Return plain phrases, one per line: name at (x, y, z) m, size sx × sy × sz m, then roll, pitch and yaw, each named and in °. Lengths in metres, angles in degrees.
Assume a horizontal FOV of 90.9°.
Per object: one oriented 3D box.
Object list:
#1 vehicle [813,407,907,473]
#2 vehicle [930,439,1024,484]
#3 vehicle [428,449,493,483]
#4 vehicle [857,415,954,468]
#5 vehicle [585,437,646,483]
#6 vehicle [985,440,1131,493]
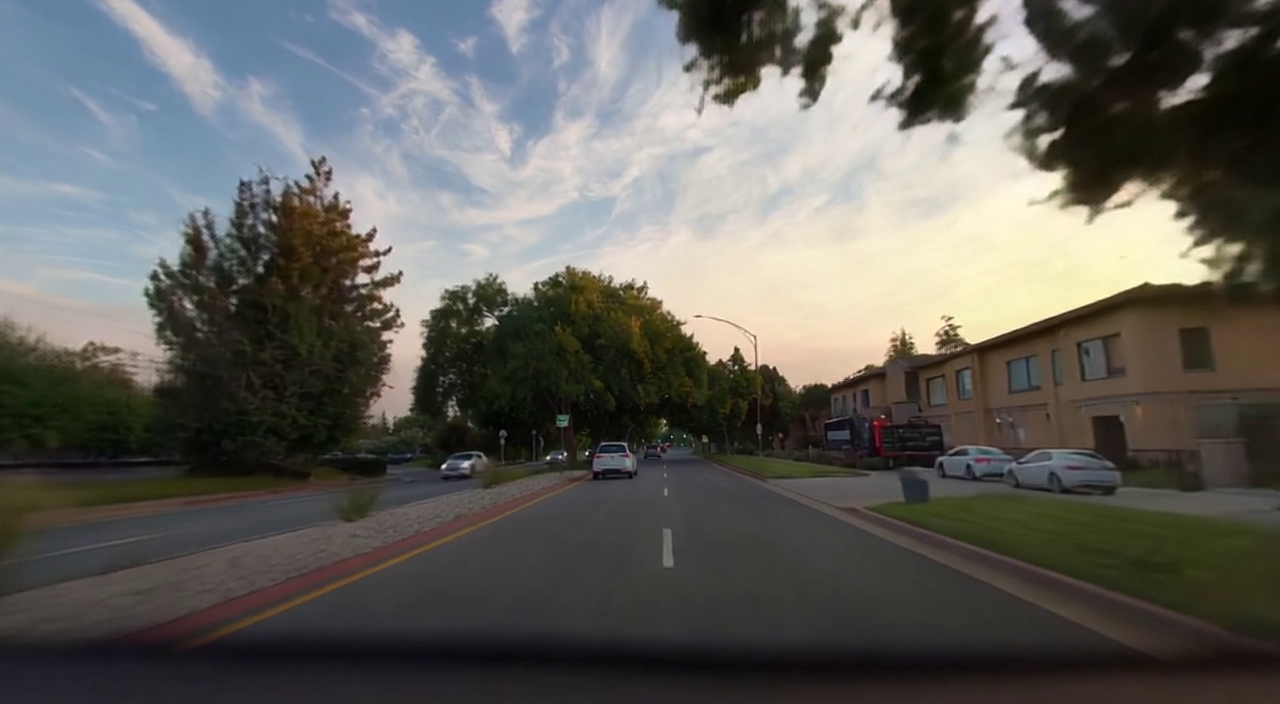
vehicle at (14.353, 5.907, 42.302) m, size 2.794 × 3.710 × 10.785 m, roll -3°, pitch -8°, yaw 3°
vehicle at (13.482, 4.364, 25.485) m, size 1.686 × 1.467 × 3.955 m, roll -5°, pitch -7°, yaw 3°
vehicle at (-10.015, 6.371, 35.610) m, size 1.997 × 1.775 × 4.585 m, roll -1°, pitch -8°, yaw 4°
vehicle at (13.565, 4.661, 32.892) m, size 2.507 × 2.441 × 6.959 m, roll -1°, pitch -8°, yaw 5°
vehicle at (-0.892, 4.387, 25.884) m, size 2.129 × 1.713 × 4.314 m, roll 0°, pitch -8°, yaw 3°
vehicle at (13.054, 3.582, 20.076) m, size 1.852 × 1.457 × 4.351 m, roll 0°, pitch -8°, yaw 3°
